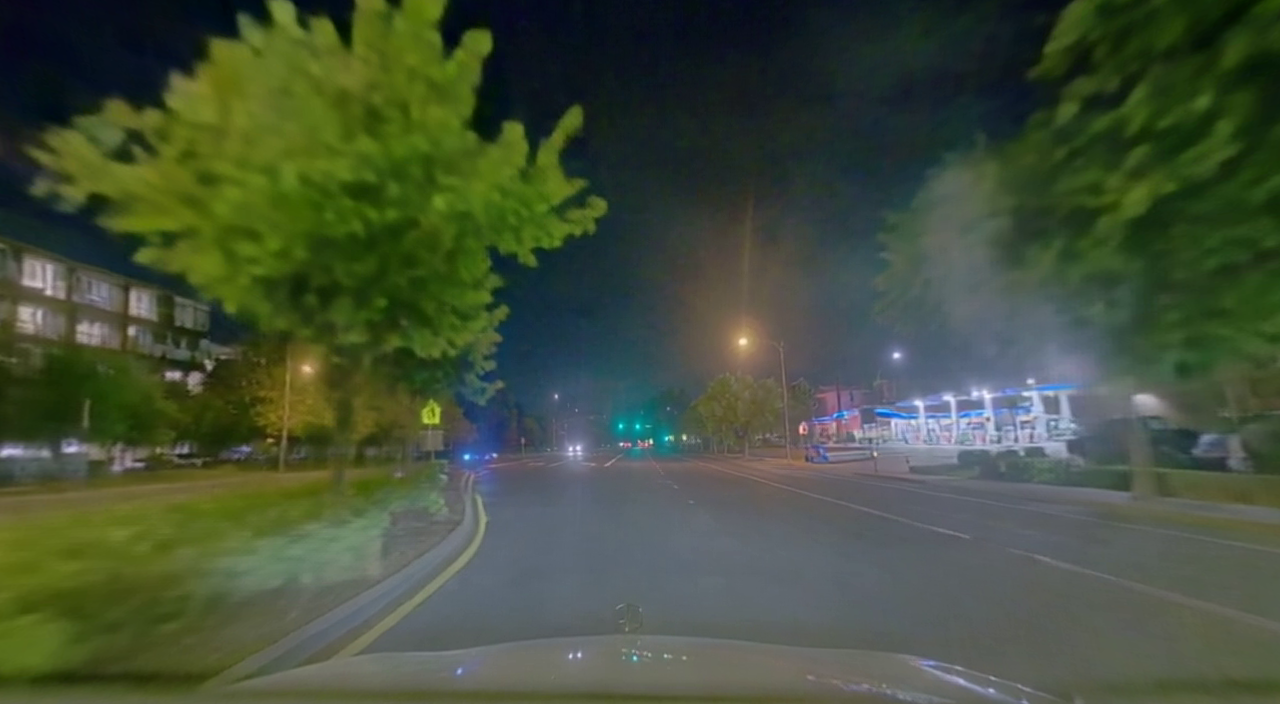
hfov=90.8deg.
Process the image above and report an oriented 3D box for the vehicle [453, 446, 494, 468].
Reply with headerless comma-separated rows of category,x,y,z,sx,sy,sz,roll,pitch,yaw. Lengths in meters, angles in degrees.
vehicle,-11.910,7.520,45.498,1.725,1.507,4.251,0,-9,1
